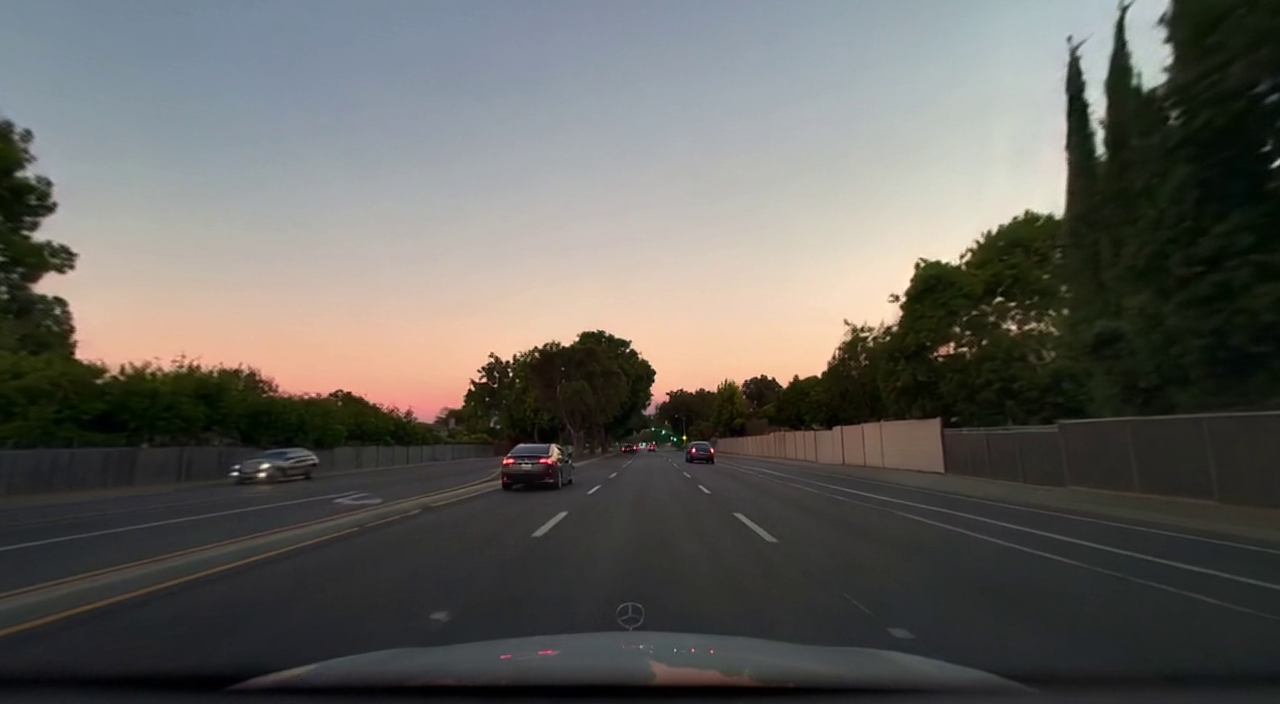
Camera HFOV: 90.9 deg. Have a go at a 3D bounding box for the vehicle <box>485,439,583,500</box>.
[{"bbox_3d":[-2.890,3.295,18.227,1.966,1.524,4.410,0,-8,1],"label":"vehicle"}]

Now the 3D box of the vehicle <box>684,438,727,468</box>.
[{"bbox_3d":[4.083,6.389,40.065,2.114,1.780,4.445,0,-8,-1],"label":"vehicle"}]

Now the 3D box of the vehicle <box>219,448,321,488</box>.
[{"bbox_3d":[-17.200,5.377,29.618,2.012,1.702,4.458,0,-8,1],"label":"vehicle"}]
